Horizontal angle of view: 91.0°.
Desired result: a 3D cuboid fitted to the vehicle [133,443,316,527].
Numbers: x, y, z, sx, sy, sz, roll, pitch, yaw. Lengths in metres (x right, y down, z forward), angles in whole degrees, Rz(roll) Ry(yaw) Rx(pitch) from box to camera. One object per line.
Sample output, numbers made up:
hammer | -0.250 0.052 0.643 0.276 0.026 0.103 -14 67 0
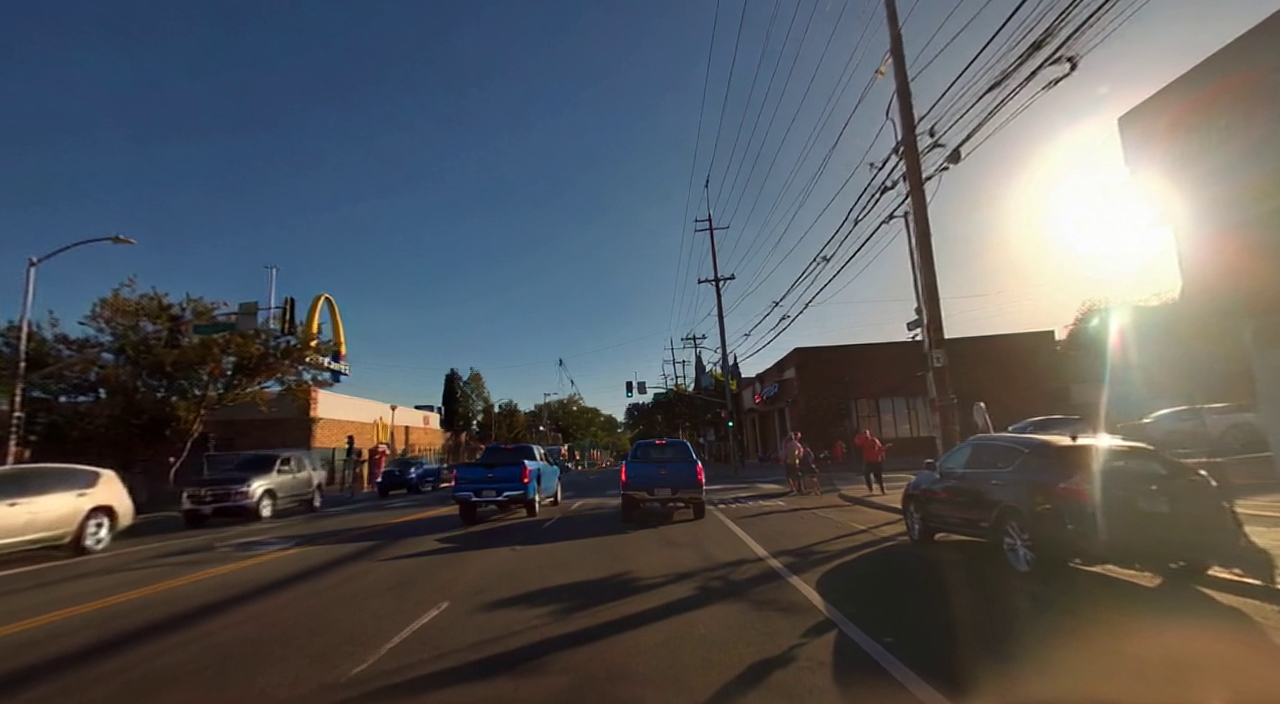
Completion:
vehicle | -11.167 3.546 17.491 2.133 1.952 4.856 1 -9 -7

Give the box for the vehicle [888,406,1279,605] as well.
vehicle | 5.071 1.777 8.247 1.974 1.823 4.576 0 -9 3

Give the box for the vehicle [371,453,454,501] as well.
vehicle | -10.387 5.692 29.225 2.081 1.925 5.632 1 -9 -4

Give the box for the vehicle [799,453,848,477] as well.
vehicle | 13.313 8.203 45.987 2.075 1.556 4.585 1 -9 -1

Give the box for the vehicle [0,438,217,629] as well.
vehicle | -6.250 1.534 5.480 1.994 1.551 4.414 0 -9 1

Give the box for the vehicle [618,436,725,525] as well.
vehicle | 0.871 2.885 14.755 2.089 1.699 4.650 -1 -9 6

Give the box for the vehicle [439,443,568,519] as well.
vehicle | -3.107 3.042 15.459 1.995 1.554 4.618 0 -9 2
